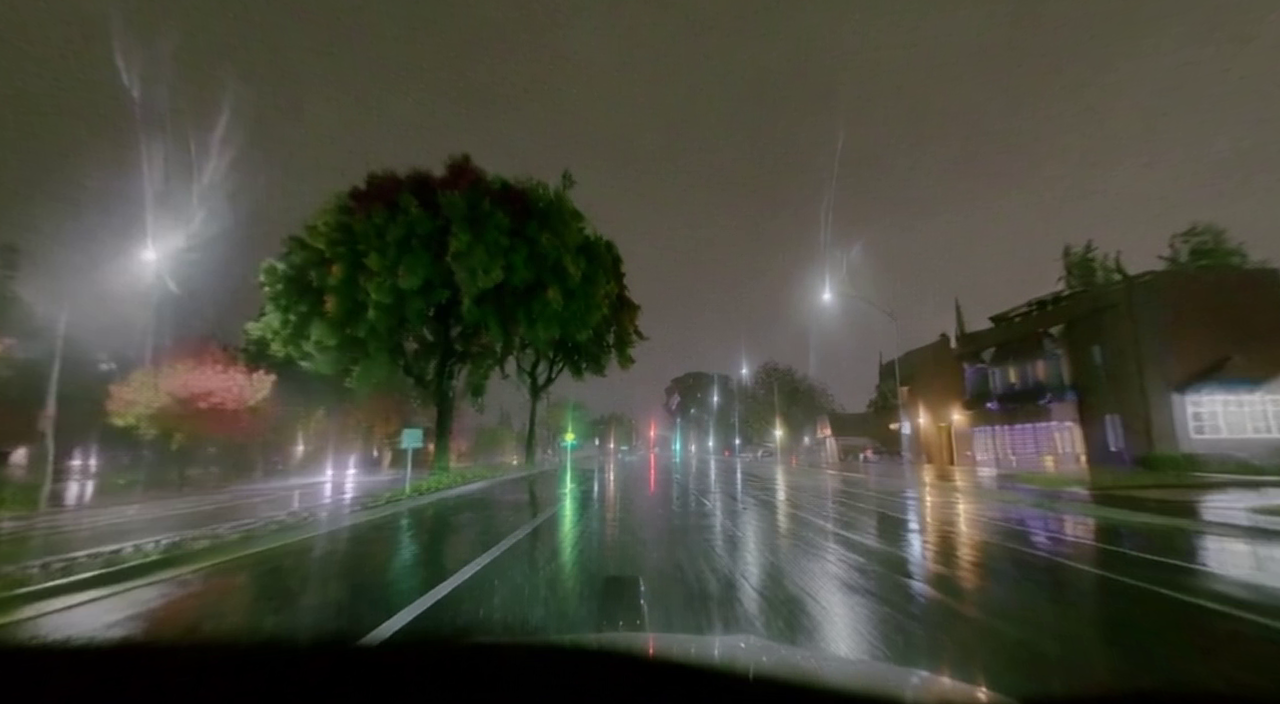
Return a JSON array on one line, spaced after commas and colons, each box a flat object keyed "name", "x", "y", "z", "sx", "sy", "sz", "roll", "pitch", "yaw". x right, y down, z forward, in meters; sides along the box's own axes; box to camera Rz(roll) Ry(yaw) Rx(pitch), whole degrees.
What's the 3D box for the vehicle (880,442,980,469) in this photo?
[{"name": "vehicle", "x": 16.088, "y": 5.761, "z": 35.230, "sx": 4.592, "sy": 1.472, "sz": 2.009, "roll": 0, "pitch": -9, "yaw": 0}]
